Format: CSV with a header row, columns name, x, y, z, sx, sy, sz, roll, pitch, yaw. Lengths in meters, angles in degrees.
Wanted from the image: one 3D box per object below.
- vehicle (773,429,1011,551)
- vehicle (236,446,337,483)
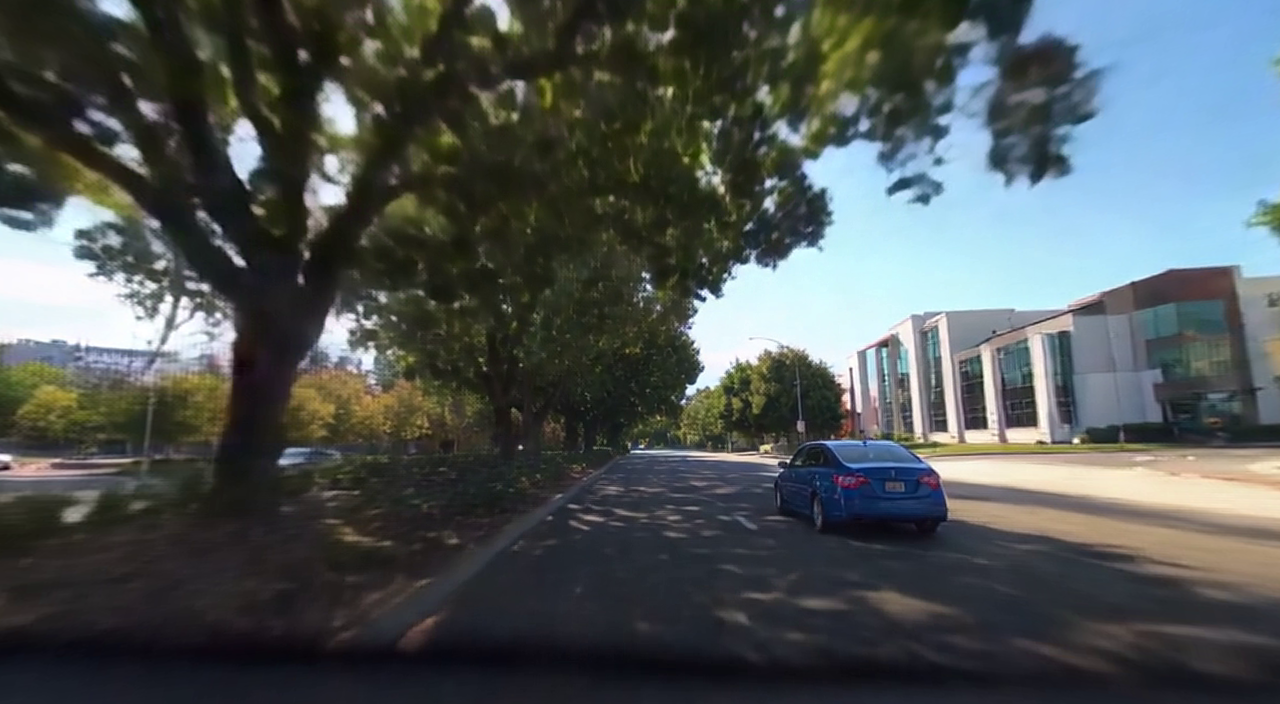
name,x,y,z,sx,sy,sz,roll,pitch,yaw
vehicle,3.578,2.019,9.997,1.950,1.473,4.259,0,-8,-1
vehicle,-16.055,5.112,29.049,1.993,1.511,4.798,0,-8,-1
